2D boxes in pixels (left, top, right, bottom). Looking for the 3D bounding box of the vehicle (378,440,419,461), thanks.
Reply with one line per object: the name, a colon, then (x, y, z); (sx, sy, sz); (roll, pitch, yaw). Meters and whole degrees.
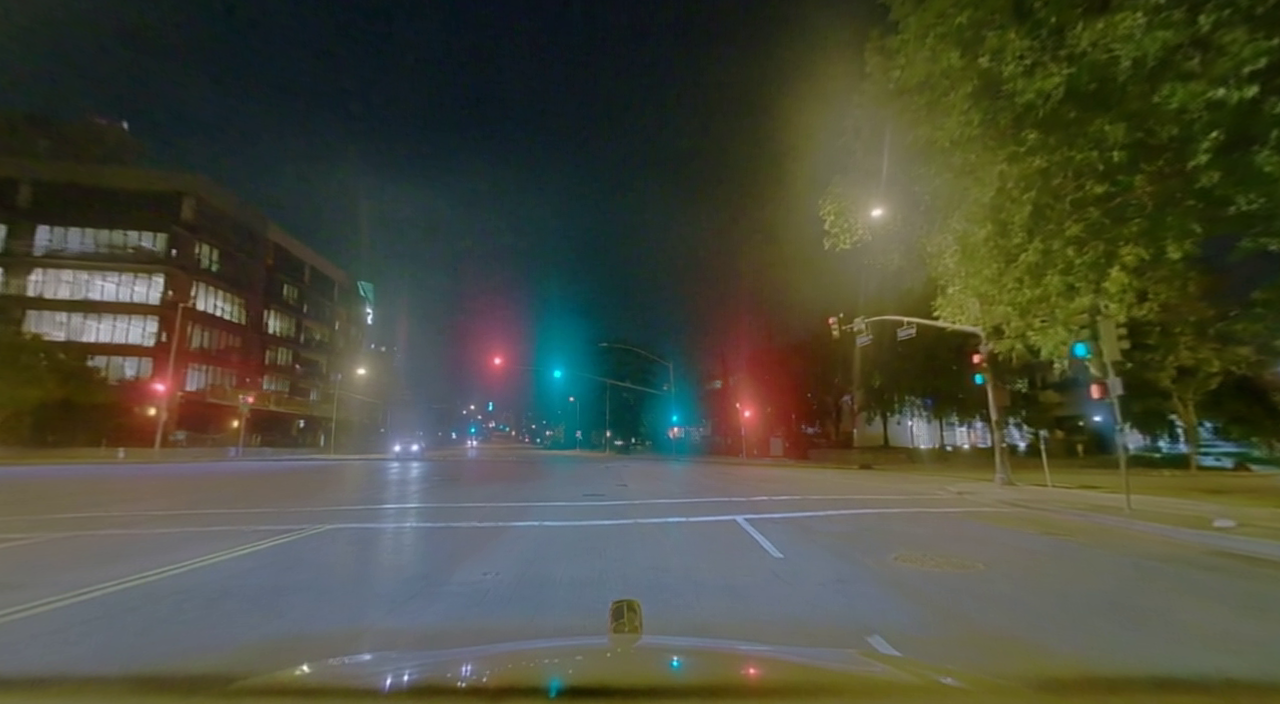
vehicle: (-17.912, 7.303, 47.075); (1.969, 1.464, 4.485); (1, -9, -10)
